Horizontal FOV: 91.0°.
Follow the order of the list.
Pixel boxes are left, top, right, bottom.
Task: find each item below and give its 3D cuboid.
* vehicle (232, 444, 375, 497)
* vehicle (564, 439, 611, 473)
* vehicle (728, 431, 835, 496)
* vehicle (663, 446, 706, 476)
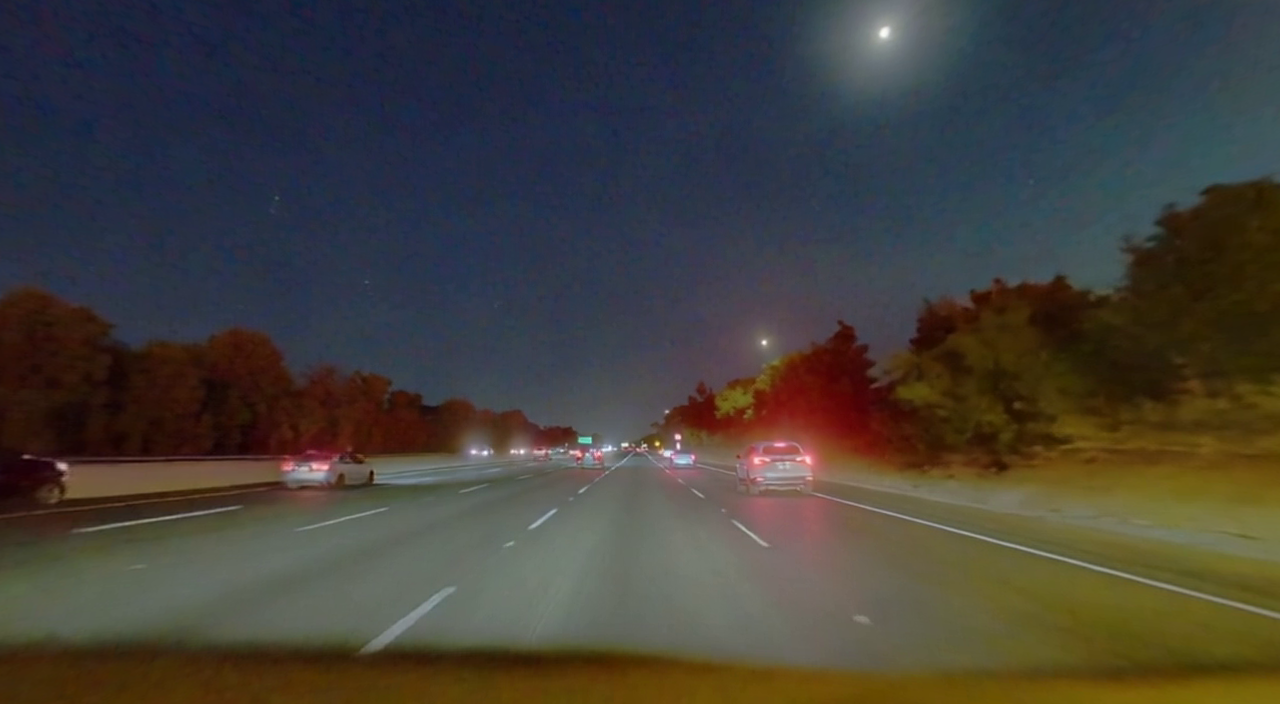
[{"bbox_3d":[-10.555,3.717,20.235,1.974,1.472,4.684,0,-9,0],"label":"vehicle"},{"bbox_3d":[-3.131,6.428,39.099,2.449,1.929,5.503,0,-9,0],"label":"vehicle"},{"bbox_3d":[4.280,3.469,19.956,2.218,1.776,4.807,0,-9,0],"label":"vehicle"},{"bbox_3d":[2.386,5.990,34.979,2.126,1.529,4.438,0,-9,1],"label":"vehicle"}]
